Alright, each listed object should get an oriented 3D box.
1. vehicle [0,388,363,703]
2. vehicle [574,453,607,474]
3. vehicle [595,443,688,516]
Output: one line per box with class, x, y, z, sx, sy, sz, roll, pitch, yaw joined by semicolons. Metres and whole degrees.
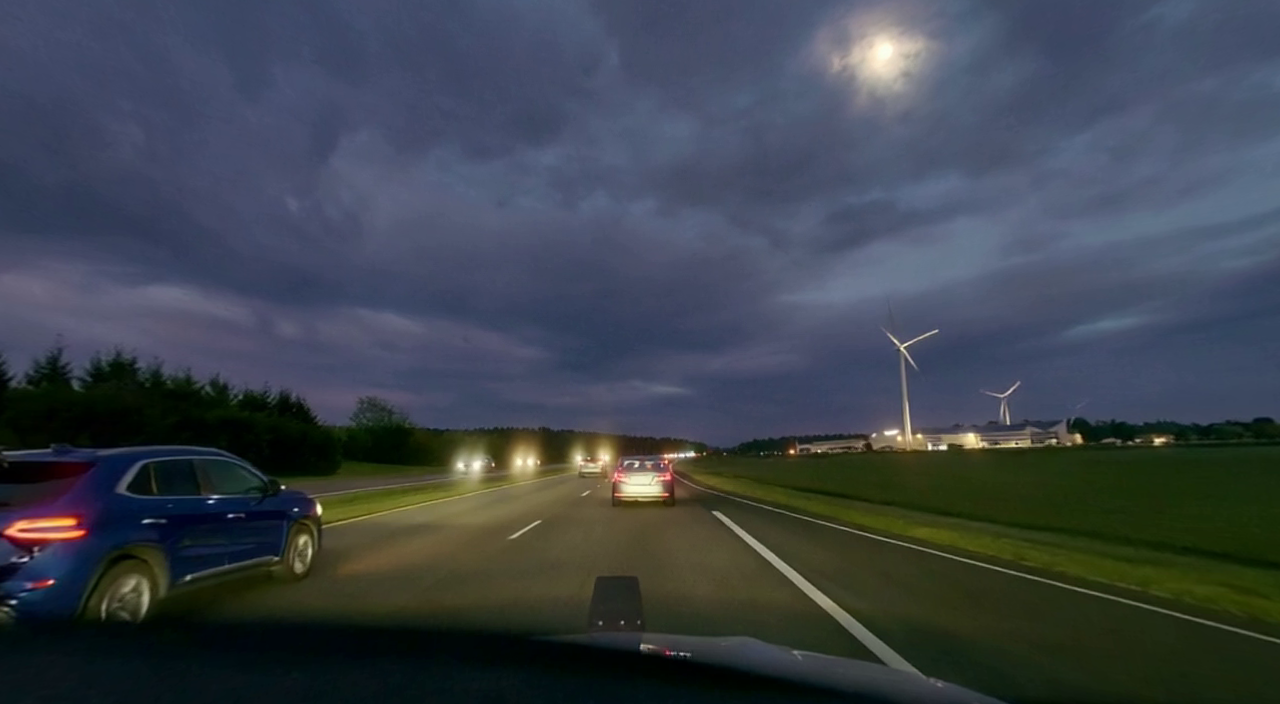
vehicle;-4.163;1.337;5.118;1.962;1.681;4.033;0;-9;0
vehicle;-3.612;8.226;46.560;2.059;1.455;4.205;0;-9;0
vehicle;0.036;3.154;16.049;2.063;1.582;3.955;0;-9;0
